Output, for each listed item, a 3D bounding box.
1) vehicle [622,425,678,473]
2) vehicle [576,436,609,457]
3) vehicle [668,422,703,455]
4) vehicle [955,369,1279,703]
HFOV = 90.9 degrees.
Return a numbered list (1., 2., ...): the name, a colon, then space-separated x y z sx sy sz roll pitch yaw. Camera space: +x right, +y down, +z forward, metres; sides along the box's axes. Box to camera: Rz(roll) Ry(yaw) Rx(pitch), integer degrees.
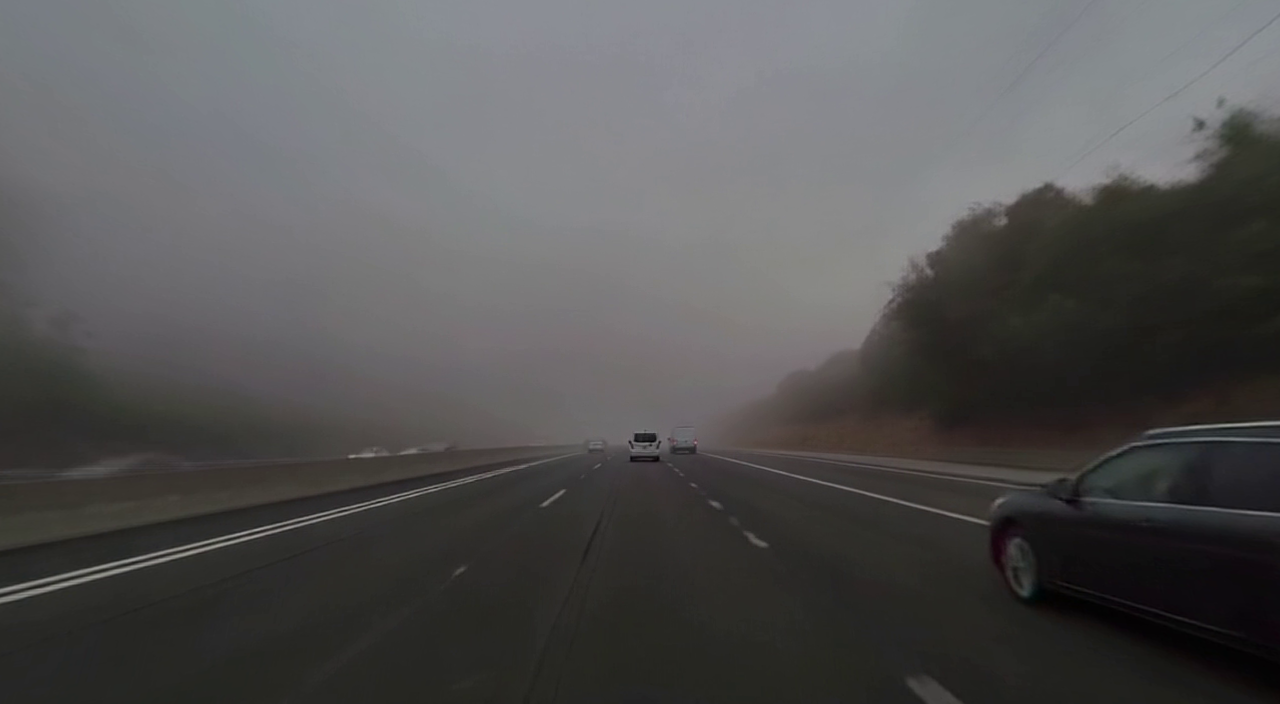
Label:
1. vehicle: 0.339 3.992 26.162 2.159 1.811 4.238 0 -8 -1
2. vehicle: -3.521 7.154 47.902 2.093 1.517 4.648 0 -8 1
3. vehicle: 3.520 6.795 49.775 2.348 2.429 5.172 0 -8 -1
4. vehicle: 3.617 0.878 2.770 1.923 1.562 4.691 0 -8 -2
